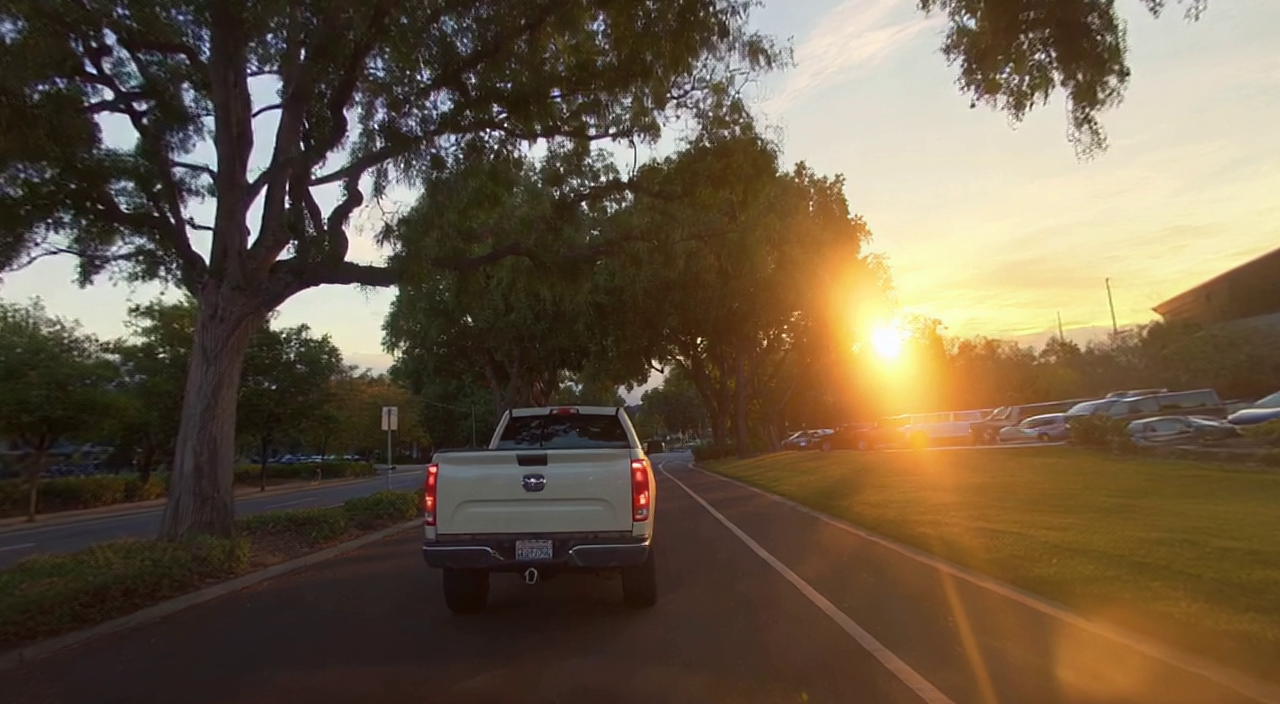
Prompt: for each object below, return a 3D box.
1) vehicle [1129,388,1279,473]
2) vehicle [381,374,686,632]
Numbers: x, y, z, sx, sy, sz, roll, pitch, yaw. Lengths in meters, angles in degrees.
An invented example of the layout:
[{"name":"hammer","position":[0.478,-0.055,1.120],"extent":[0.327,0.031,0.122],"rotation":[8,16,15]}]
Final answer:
[{"name":"vehicle","position":[11.882,1.417,11.474],"extent":[4.298,1.392,1.944],"rotation":[-1,-8,2]},{"name":"vehicle","position":[-0.684,1.435,7.070],"extent":[2.157,1.816,5.039],"rotation":[0,-8,2]}]
